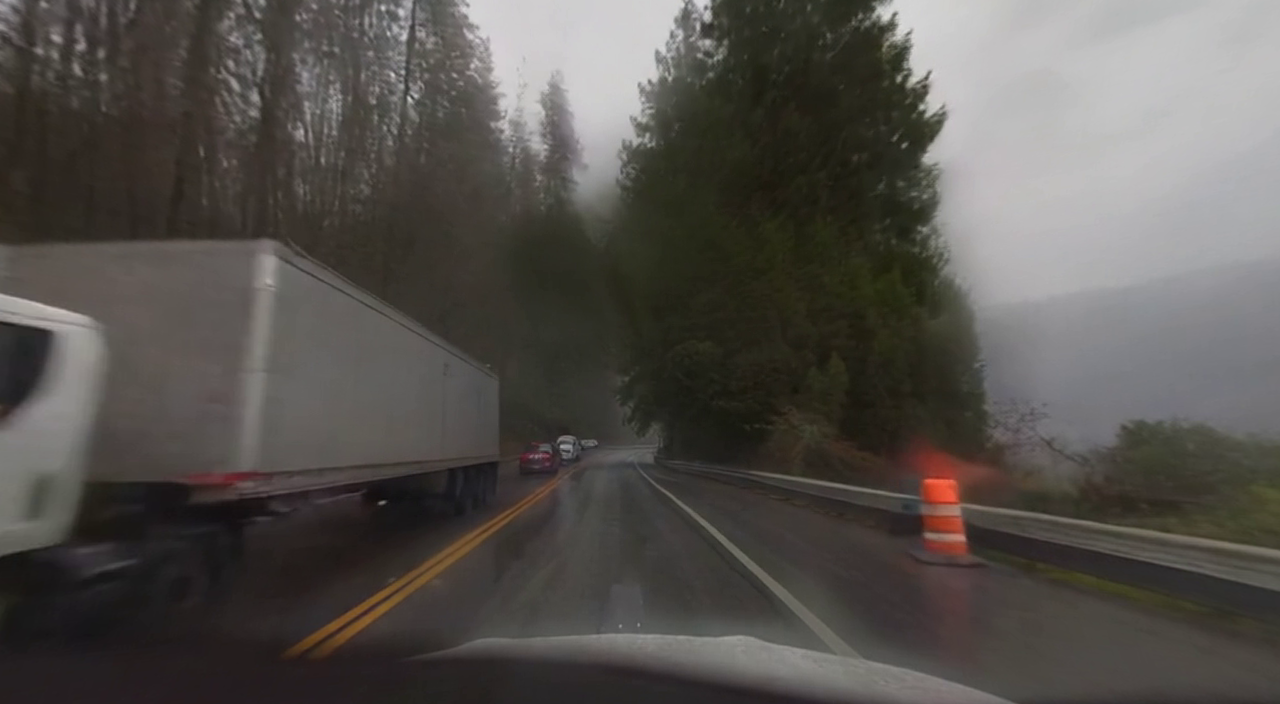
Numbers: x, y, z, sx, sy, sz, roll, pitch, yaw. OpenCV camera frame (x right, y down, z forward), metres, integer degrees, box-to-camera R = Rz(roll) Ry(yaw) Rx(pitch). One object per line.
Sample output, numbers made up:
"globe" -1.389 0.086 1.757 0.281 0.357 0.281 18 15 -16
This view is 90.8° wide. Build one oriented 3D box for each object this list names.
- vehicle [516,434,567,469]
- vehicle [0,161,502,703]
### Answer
"vehicle" -5.165 5.313 33.825 2.096 1.705 4.352 0 -8 -1
"vehicle" -3.690 1.098 6.673 2.939 2.556 8.664 0 -8 -3
